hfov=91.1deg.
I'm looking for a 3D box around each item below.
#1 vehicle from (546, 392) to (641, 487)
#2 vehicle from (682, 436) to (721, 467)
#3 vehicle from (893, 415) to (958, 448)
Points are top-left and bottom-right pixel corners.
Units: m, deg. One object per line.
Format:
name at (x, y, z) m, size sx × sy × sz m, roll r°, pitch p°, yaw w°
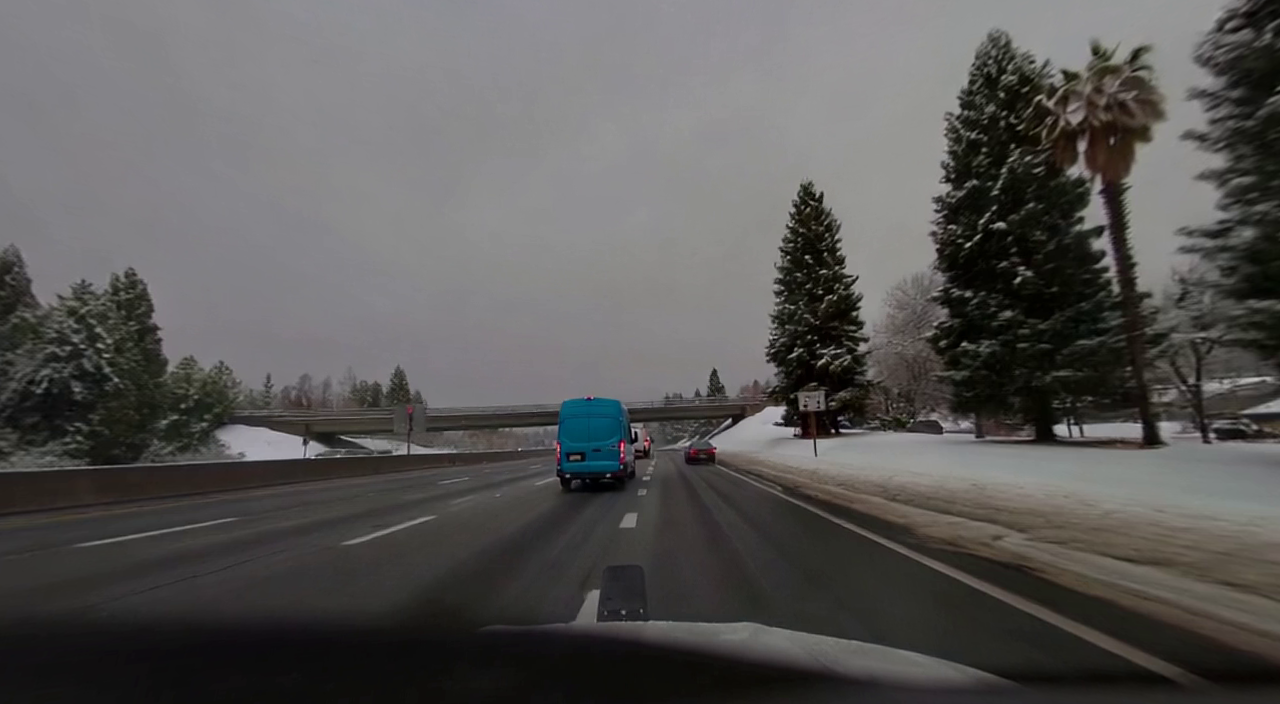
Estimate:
vehicle at (-1.355, 2.967, 21.185) m, size 2.476 × 2.776 × 5.598 m, roll -1°, pitch -8°, yaw 3°
vehicle at (3.479, 5.758, 36.394) m, size 1.987 × 1.648 × 3.984 m, roll 0°, pitch -8°, yaw 2°
vehicle at (20.376, 5.784, 45.174) m, size 2.445 × 2.240 × 5.659 m, roll -1°, pitch -8°, yaw 5°
